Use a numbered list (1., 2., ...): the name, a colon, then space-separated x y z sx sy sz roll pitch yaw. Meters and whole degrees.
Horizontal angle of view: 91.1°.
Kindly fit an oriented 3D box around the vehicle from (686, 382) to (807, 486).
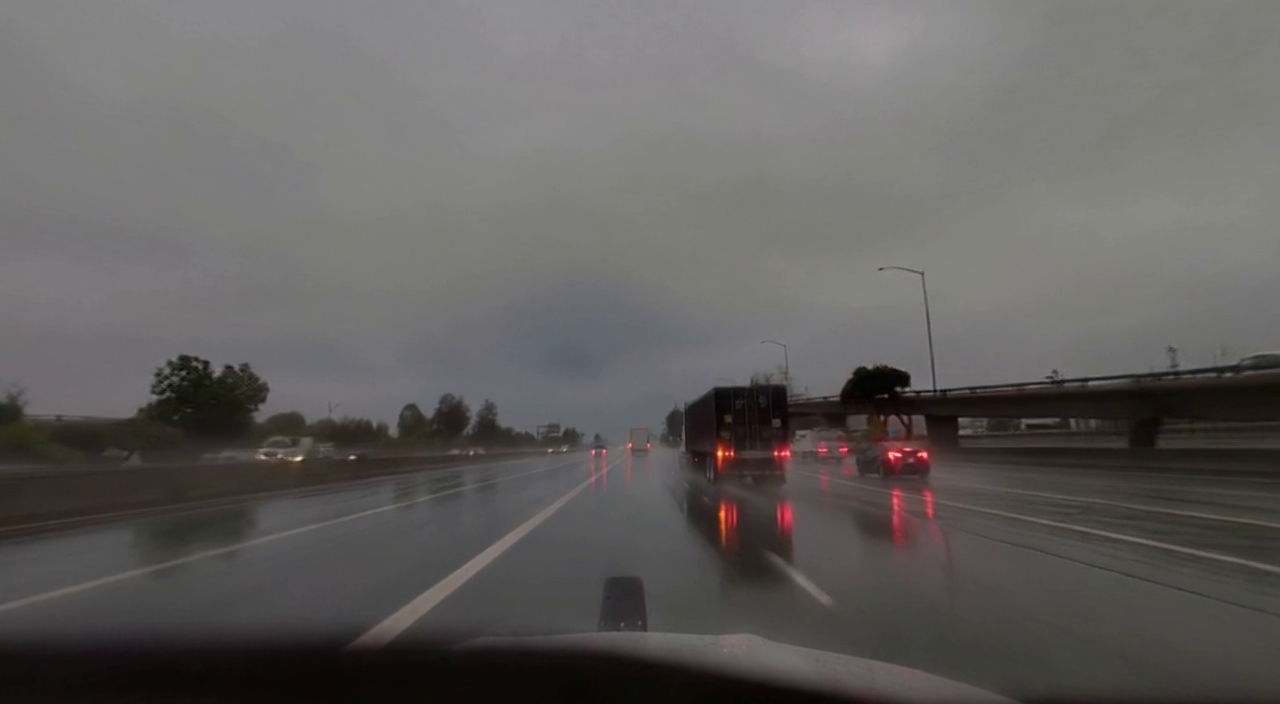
1. vehicle: 3.885 3.481 25.957 3.049 3.395 10.595 0 -8 0

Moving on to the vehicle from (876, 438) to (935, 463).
1. vehicle: 17.295 6.463 41.117 2.021 1.549 4.322 1 -9 0
